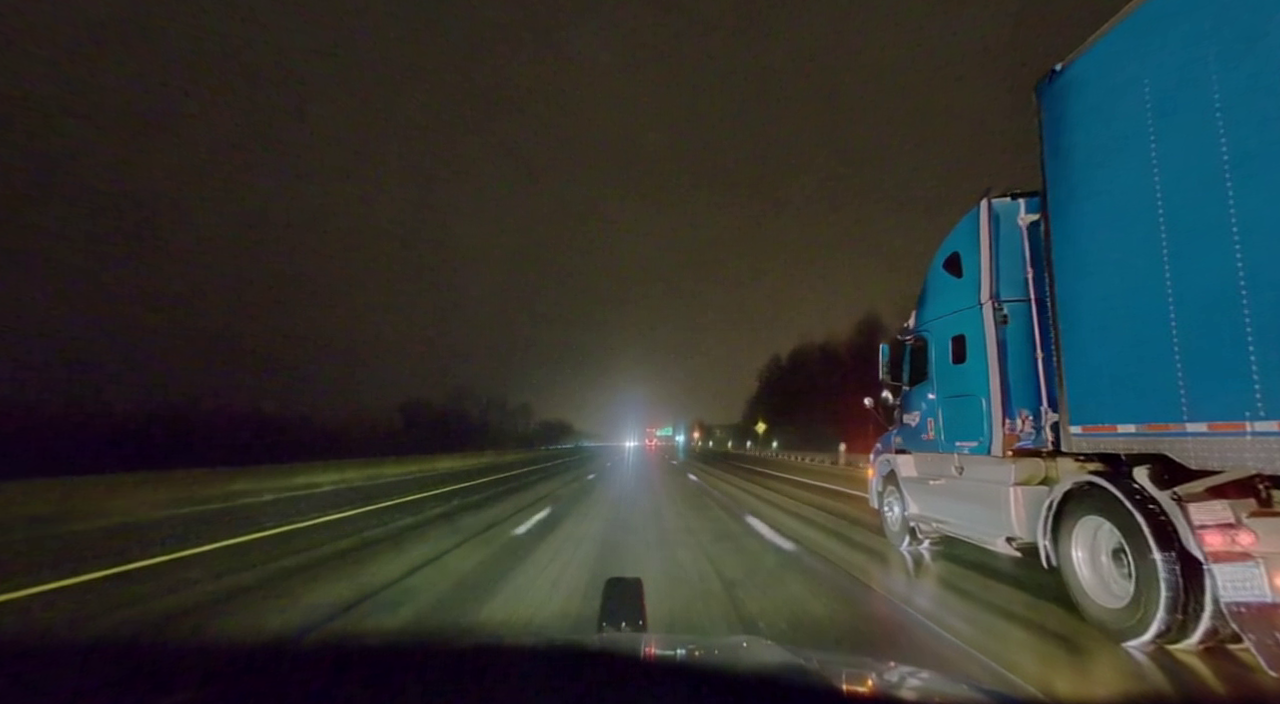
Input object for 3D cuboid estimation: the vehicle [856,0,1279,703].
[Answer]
[{"bbox_3d":[3.836,-0.268,1.988,3.012,3.768,8.945,0,-8,0],"label":"vehicle"}]
